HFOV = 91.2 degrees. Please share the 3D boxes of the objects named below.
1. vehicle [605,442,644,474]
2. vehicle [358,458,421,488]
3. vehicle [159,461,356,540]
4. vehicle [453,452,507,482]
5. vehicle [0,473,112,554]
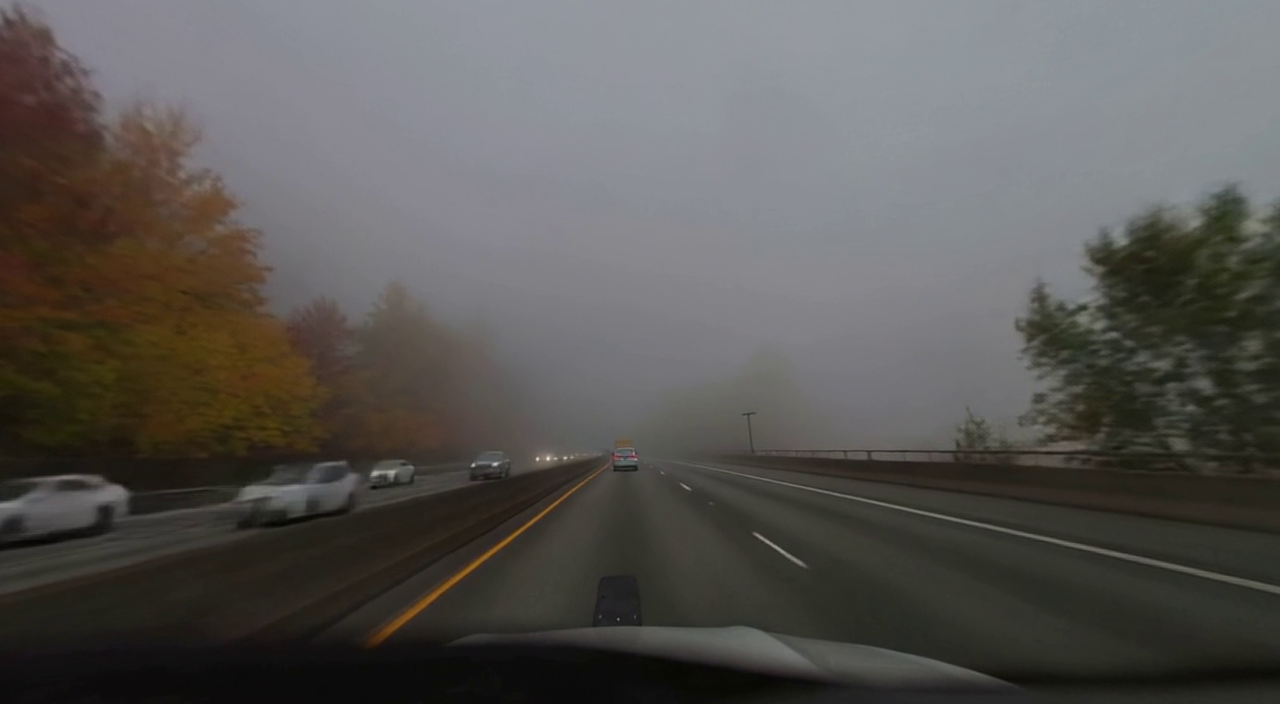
[{"bbox_3d":[-0.882,6.160,36.565,2.168,1.705,4.272,0,-9,-1],"label":"vehicle"},{"bbox_3d":[-14.390,6.936,36.194,1.935,1.549,4.209,0,-9,-1],"label":"vehicle"},{"bbox_3d":[-8.970,3.476,15.312,1.933,1.527,4.642,0,-9,-1],"label":"vehicle"},{"bbox_3d":[-9.374,6.755,37.181,2.076,1.635,4.399,0,-9,0],"label":"vehicle"},{"bbox_3d":[-13.570,3.356,13.057,1.845,1.474,3.768,0,-9,-1],"label":"vehicle"}]
